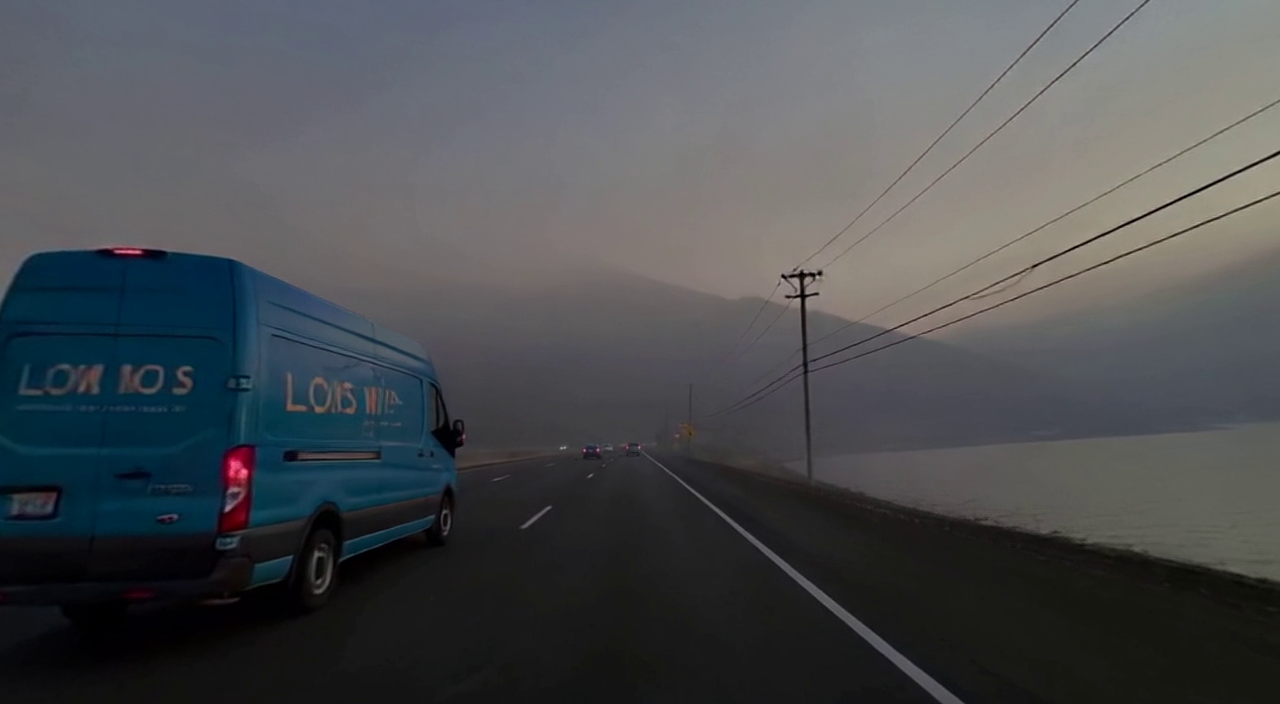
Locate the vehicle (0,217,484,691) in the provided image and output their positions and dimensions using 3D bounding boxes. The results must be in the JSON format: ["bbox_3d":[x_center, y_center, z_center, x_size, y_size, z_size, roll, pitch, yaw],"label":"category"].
[{"bbox_3d":[-3.729,1.004,6.978,2.331,2.757,6.581,0,-8,0],"label":"vehicle"}]
